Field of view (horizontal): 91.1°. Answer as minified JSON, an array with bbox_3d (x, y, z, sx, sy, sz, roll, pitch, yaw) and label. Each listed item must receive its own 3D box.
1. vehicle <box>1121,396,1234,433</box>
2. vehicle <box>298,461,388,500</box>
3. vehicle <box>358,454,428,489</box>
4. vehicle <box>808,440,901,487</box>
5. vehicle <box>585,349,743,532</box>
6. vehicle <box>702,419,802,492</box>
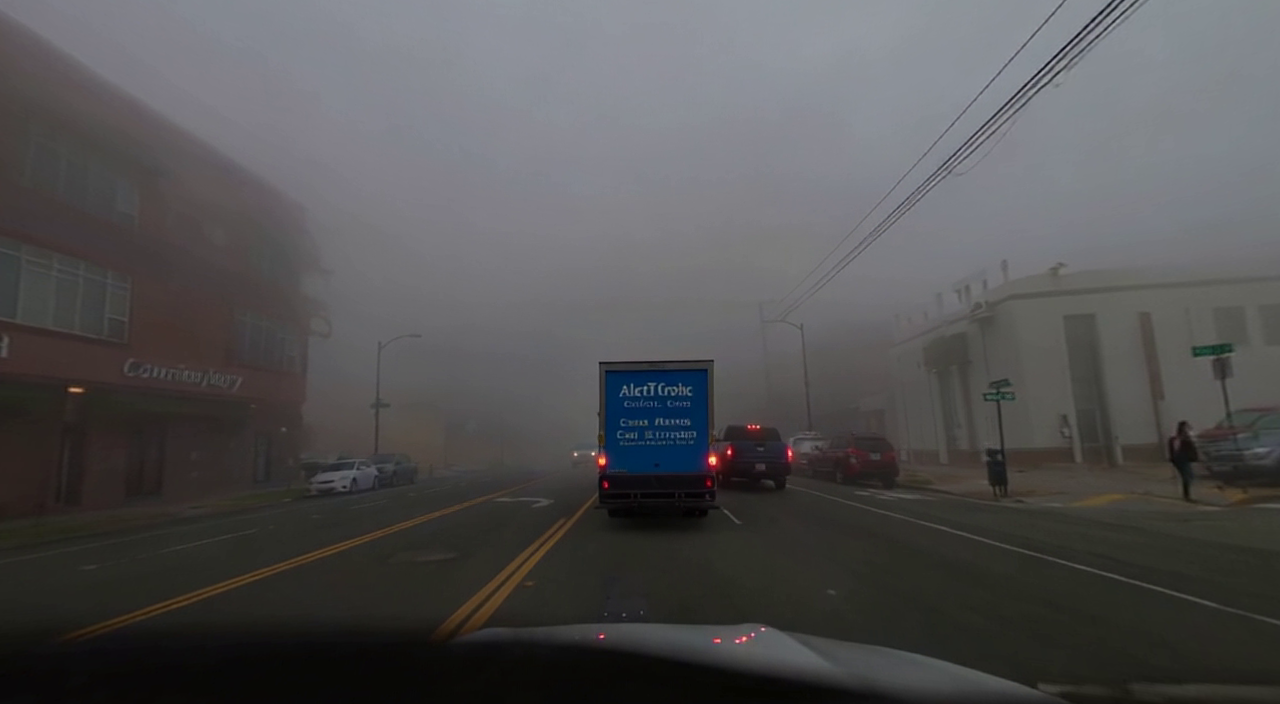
[{"bbox_3d":[25.968,3.090,30.518,1.811,1.623,3.921,0,-9,-3],"label":"vehicle"},{"bbox_3d":[-13.320,5.758,28.502,1.901,1.508,4.405,0,-8,0],"label":"vehicle"},{"bbox_3d":[-13.159,6.367,33.717,1.943,1.682,4.365,0,-8,0],"label":"vehicle"},{"bbox_3d":[7.708,4.033,23.045,1.951,1.548,4.290,0,-9,1],"label":"vehicle"},{"bbox_3d":[0.287,1.856,13.216,2.517,2.926,6.177,0,-9,-2],"label":"vehicle"},{"bbox_3d":[3.473,3.375,20.735,2.346,2.062,5.236,0,-9,0],"label":"vehicle"}]
